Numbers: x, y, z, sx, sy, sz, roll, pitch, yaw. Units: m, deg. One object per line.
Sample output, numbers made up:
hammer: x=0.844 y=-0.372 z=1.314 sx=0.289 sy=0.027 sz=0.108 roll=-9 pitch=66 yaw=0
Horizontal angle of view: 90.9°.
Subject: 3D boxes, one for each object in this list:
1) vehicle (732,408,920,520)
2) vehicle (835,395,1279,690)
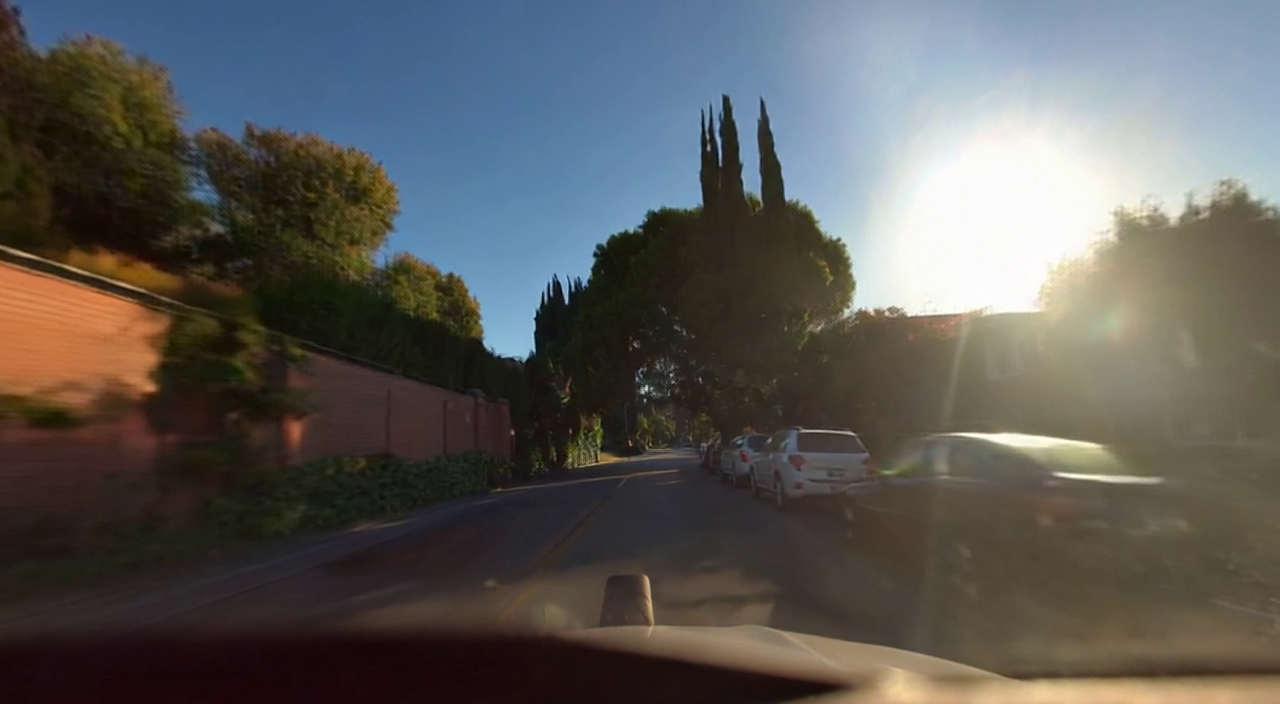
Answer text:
vehicle: x=3.718 y=2.520 z=14.285 sx=2.518 sy=1.943 sz=6.415 roll=0 pitch=-10 yaw=2
vehicle: x=3.770 y=1.485 z=6.354 sx=2.048 sy=1.596 sz=5.543 roll=3 pitch=-8 yaw=2
